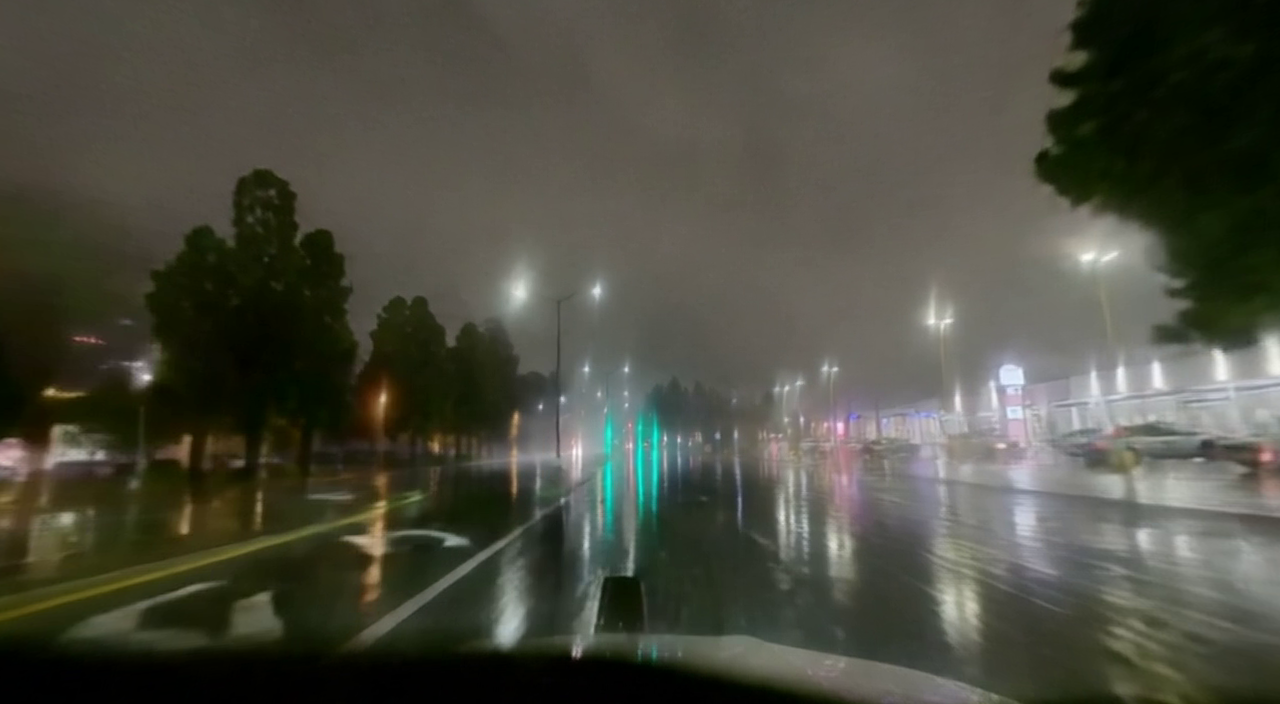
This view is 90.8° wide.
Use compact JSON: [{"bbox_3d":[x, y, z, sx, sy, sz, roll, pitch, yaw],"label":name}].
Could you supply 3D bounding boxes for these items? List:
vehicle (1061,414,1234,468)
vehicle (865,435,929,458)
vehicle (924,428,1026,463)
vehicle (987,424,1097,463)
[{"bbox_3d":[17.624,3.181,22.344,1.912,1.646,4.870,-1,-9,-2],"label":"vehicle"},{"bbox_3d":[18.984,6.985,46.572,4.515,1.606,1.910,5,-10,-30],"label":"vehicle"},{"bbox_3d":[17.219,4.862,32.875,2.196,1.667,5.262,0,-8,-3],"label":"vehicle"},{"bbox_3d":[17.441,4.035,27.703,1.841,1.471,4.367,-2,-9,-1],"label":"vehicle"}]
